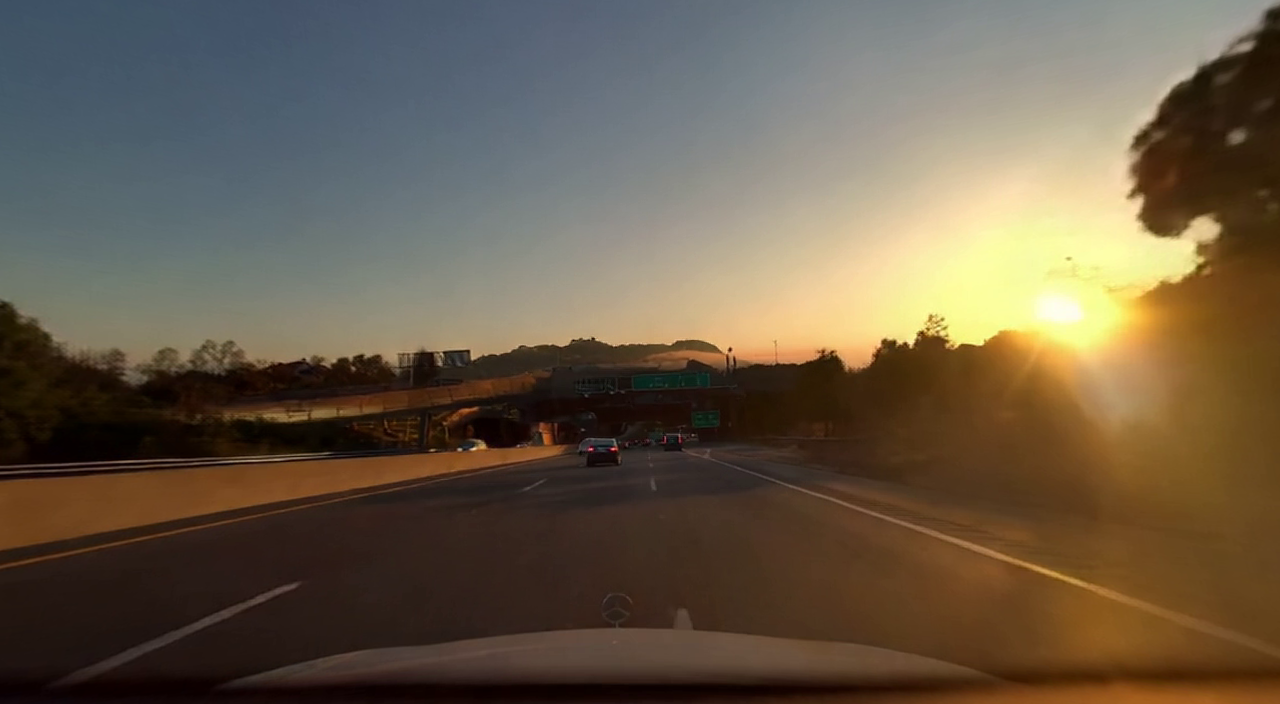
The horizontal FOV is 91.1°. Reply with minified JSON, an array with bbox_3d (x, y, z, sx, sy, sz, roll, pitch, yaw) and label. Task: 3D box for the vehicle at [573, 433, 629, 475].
[{"bbox_3d":[-1.523,4.197,26.298,2.039,1.589,4.324,0,-8,1],"label":"vehicle"}]
